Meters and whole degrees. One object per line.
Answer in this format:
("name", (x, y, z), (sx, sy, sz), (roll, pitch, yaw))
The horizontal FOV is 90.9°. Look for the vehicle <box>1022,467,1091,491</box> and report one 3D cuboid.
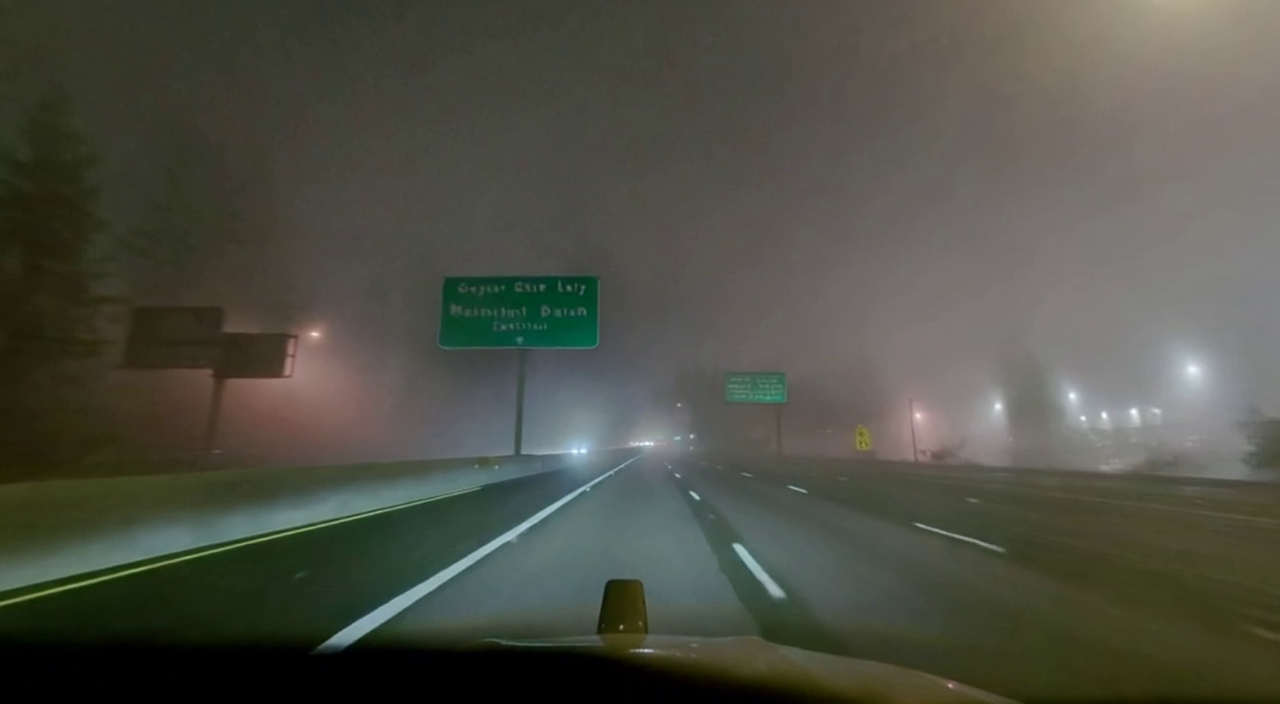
("vehicle", (29.448, 8.973, 44.772), (1.909, 1.461, 4.719), (-1, -9, 3))
